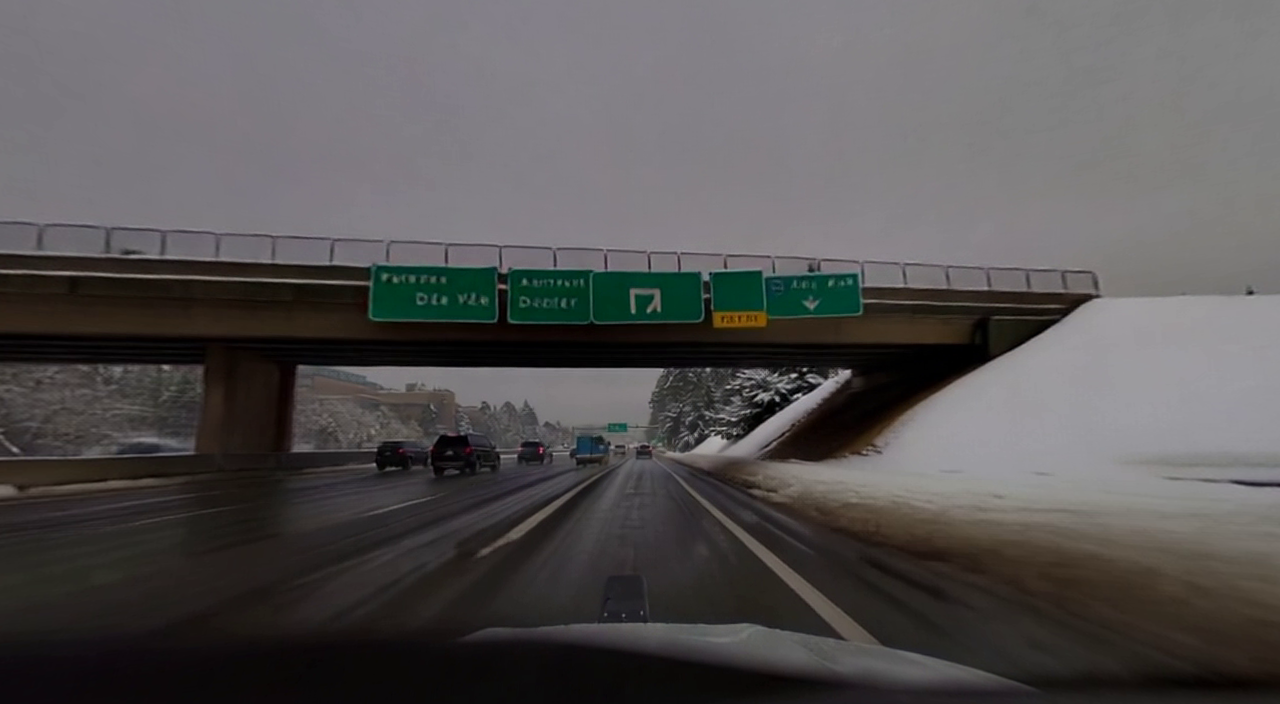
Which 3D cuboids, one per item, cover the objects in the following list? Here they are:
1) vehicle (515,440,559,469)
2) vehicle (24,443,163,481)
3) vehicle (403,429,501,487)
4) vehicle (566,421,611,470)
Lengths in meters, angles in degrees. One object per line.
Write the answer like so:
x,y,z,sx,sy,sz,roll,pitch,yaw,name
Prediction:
-6.822,6.874,42.120,2.109,1.784,4.709,0,-9,1,vehicle
-29.392,5.921,34.146,2.298,1.855,5.828,0,-9,1,vehicle
-6.964,3.993,23.858,2.179,1.948,4.618,0,-9,1,vehicle
-3.183,6.015,40.207,2.301,2.843,6.458,0,-9,0,vehicle
